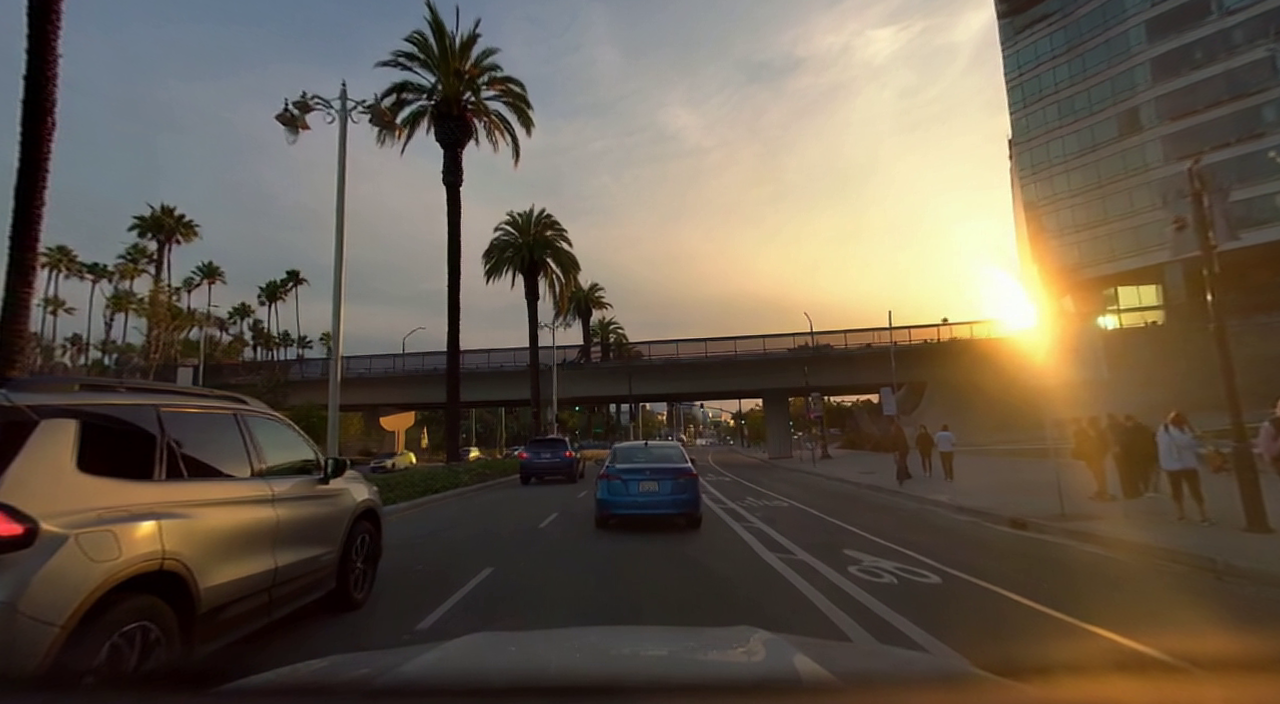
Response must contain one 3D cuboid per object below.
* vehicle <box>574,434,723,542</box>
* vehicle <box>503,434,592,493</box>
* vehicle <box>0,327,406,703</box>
[{"bbox_3d":[0.100,2.174,10.787,2.036,1.461,4.129,0,-8,0],"label":"vehicle"},{"bbox_3d":[-2.777,3.439,19.887,1.955,1.637,4.032,-1,-8,3],"label":"vehicle"},{"bbox_3d":[-3.208,0.985,3.498,2.014,1.740,4.359,0,-8,2],"label":"vehicle"}]
